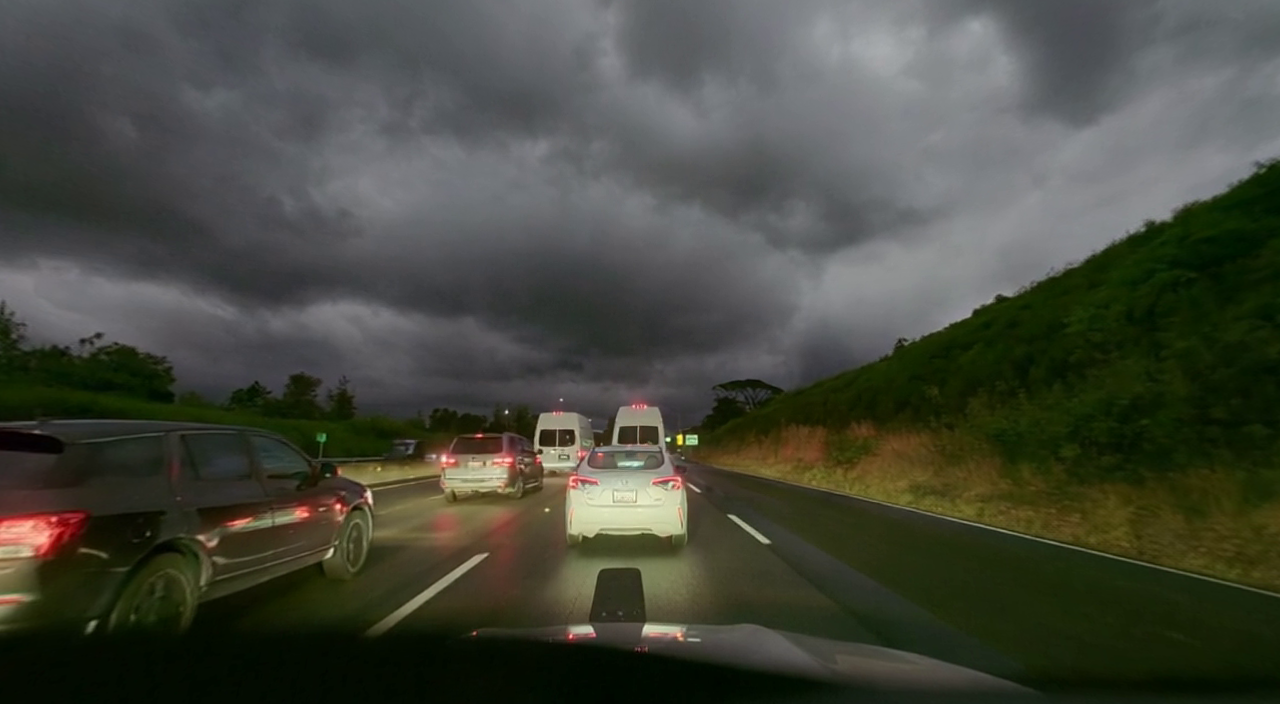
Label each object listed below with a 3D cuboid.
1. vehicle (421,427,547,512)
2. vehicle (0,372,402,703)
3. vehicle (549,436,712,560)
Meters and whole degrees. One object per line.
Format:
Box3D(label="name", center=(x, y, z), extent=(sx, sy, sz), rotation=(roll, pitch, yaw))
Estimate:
Box3D(label="vehicle", center=(-3.955, 3.073, 16.897), extent=(2.055, 1.913, 4.584), rotation=(-1, -9, 2))
Box3D(label="vehicle", center=(-3.666, 1.250, 4.712), extent=(2.029, 1.656, 4.437), rotation=(0, -9, 0))
Box3D(label="vehicle", center=(-0.125, 2.065, 9.514), extent=(1.995, 1.495, 3.380), rotation=(0, -9, 0))
